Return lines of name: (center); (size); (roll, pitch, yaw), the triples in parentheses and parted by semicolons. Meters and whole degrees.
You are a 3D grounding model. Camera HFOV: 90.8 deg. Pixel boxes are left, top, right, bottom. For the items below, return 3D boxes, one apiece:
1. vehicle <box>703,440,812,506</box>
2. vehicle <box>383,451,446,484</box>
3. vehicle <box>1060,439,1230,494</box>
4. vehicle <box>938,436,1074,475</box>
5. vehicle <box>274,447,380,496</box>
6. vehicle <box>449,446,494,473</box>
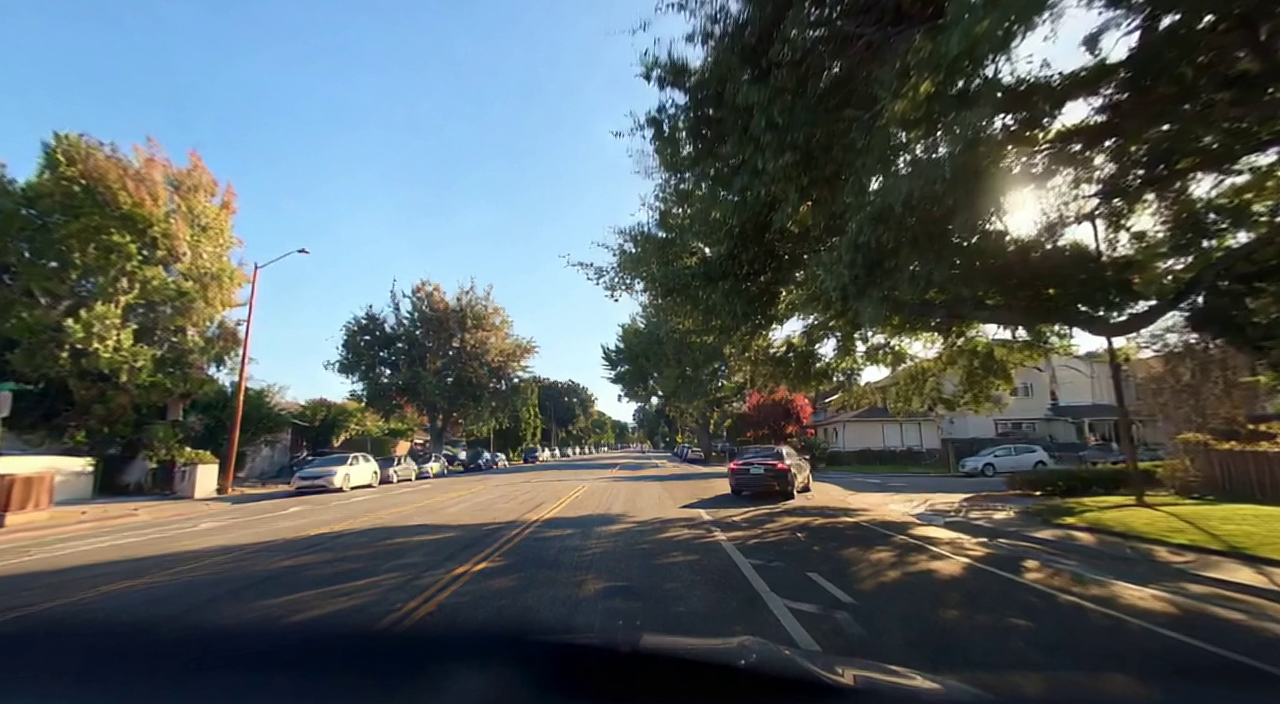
vehicle: (3.258, 3.094, 16.715); (2.022, 1.471, 4.432); (-3, -9, 21)
vehicle: (-12.226, 6.255, 34.538); (1.795, 1.472, 4.601); (-4, -9, -1)
vehicle: (18.006, 4.128, 22.689); (4.312, 1.426, 1.940); (-6, -11, -1)
vehicle: (18.172, 5.166, 31.622); (5.369, 1.857, 2.174); (0, -9, 2)
vehicle: (-12.364, 4.708, 25.307); (1.938, 1.754, 4.315); (0, -9, 1)
vehicle: (-12.371, 7.915, 46.653); (1.988, 1.741, 4.379); (-5, -9, 0)
